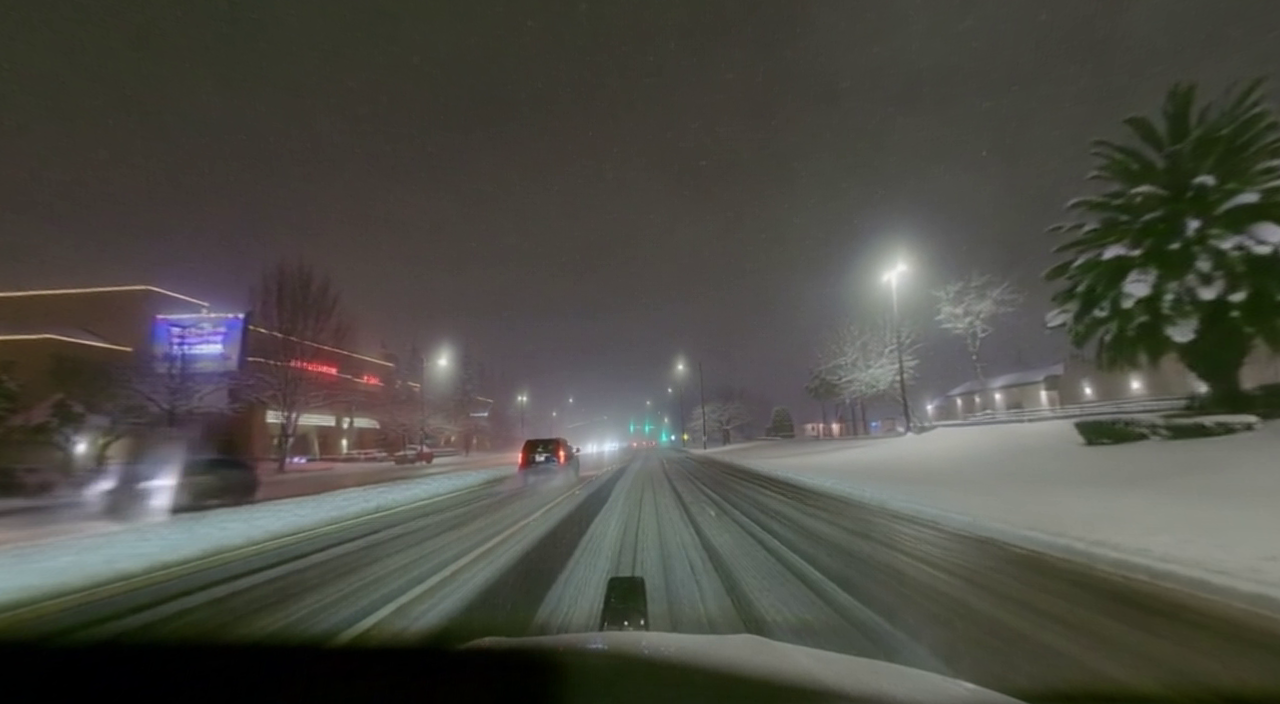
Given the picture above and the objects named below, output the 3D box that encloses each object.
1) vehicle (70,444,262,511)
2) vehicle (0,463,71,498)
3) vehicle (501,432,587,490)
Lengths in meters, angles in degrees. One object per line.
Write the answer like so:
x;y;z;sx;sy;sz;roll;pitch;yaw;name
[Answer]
-13.804;3.639;18.841;2.034;1.727;4.654;0;-8;1;vehicle
-30.589;6.228;30.687;1.839;1.556;4.033;0;-8;2;vehicle
-3.050;3.576;21.066;2.062;1.693;4.669;0;-8;1;vehicle
